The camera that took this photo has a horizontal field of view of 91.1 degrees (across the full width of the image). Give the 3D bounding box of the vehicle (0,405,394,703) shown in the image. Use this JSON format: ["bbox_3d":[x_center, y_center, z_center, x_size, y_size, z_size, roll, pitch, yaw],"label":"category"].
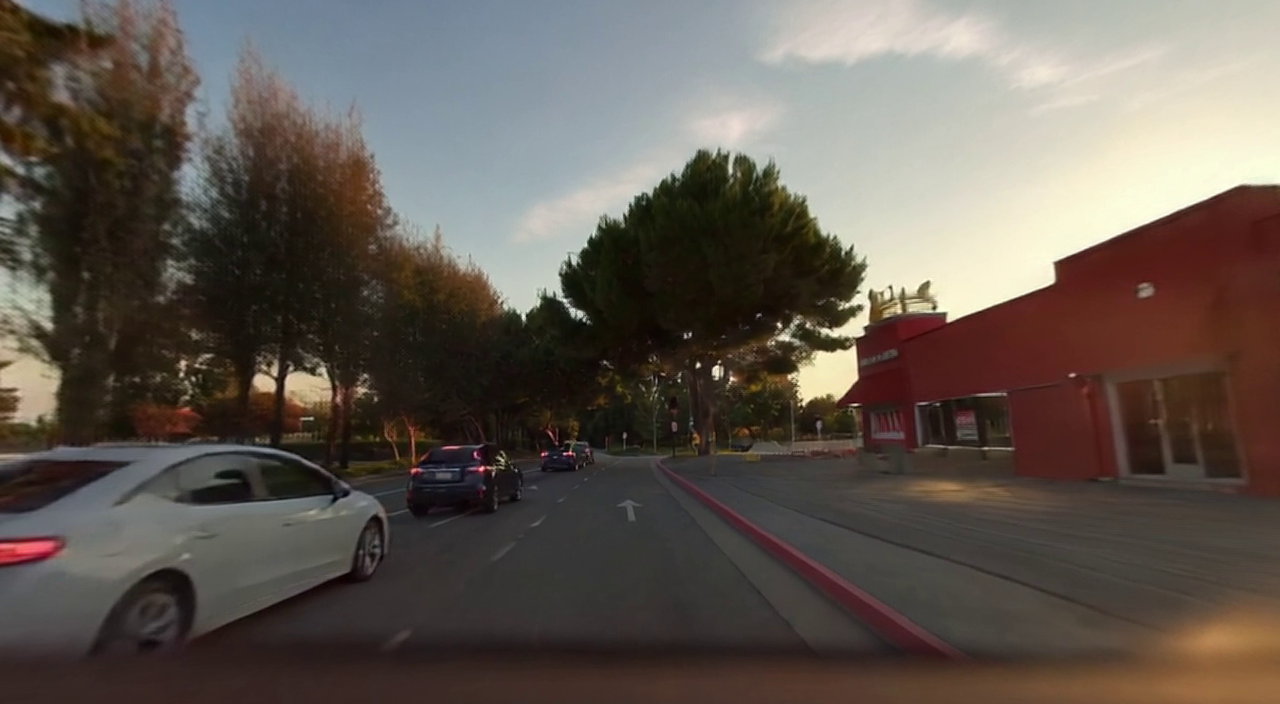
[{"bbox_3d":[-3.421,1.242,4.400,1.768,1.539,4.147,0,-8,-1],"label":"vehicle"}]

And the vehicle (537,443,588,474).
[{"bbox_3d":[-3.883,5.412,32.194,1.962,1.424,4.289,0,-8,1],"label":"vehicle"}]

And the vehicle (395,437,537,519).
[{"bbox_3d":[-3.558,2.614,13.745,1.853,1.478,4.381,0,-8,0],"label":"vehicle"}]
